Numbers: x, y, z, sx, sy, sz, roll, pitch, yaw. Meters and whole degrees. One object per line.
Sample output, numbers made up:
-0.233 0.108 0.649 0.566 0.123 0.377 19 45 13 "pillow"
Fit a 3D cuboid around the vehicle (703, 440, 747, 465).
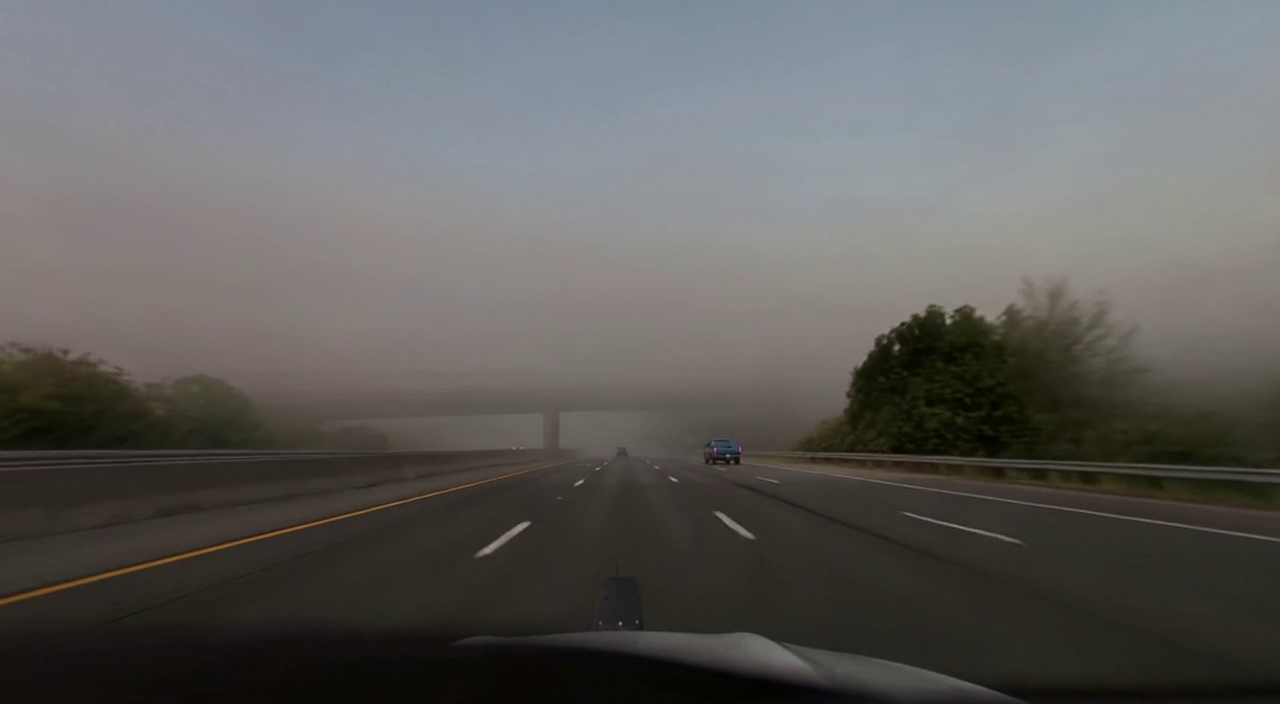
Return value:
6.563 7.830 49.525 2.395 1.819 6.086 0 -9 -2 "vehicle"
